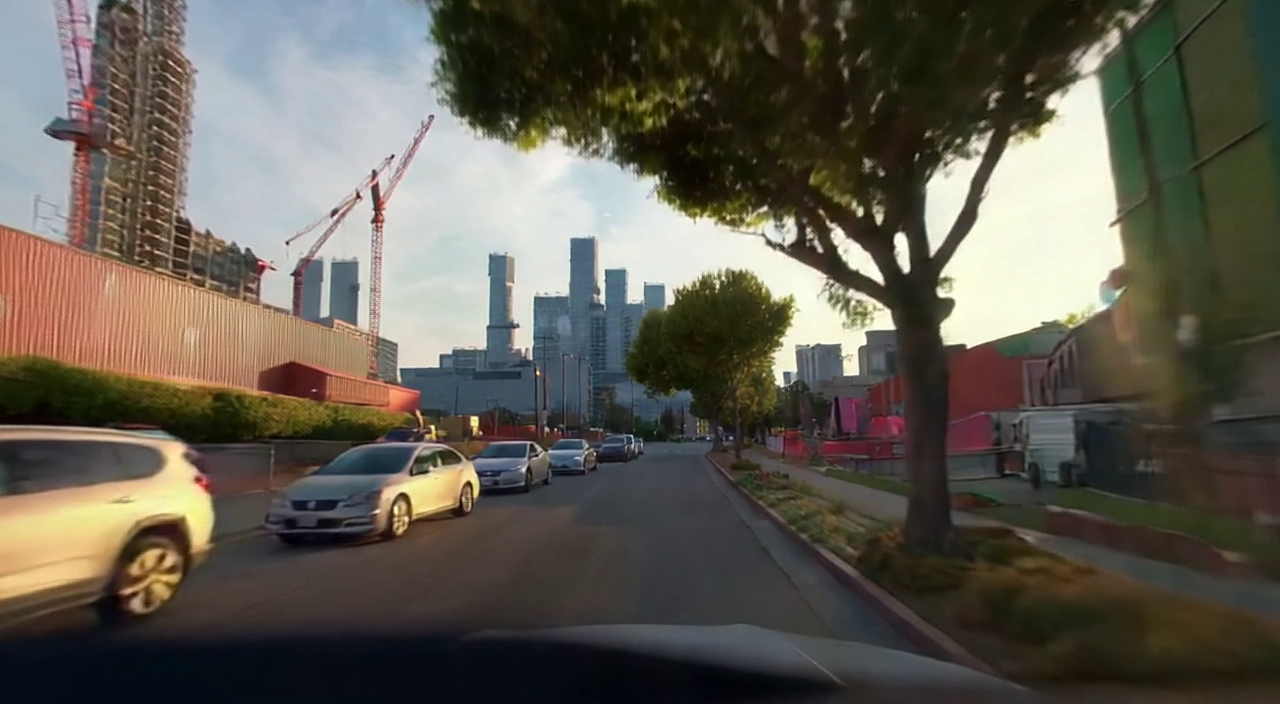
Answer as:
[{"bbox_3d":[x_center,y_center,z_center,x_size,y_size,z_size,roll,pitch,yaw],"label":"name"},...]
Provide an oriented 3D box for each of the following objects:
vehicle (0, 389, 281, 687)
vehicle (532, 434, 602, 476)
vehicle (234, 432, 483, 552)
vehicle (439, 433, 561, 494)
[{"bbox_3d":[-4.448,1.071,3.799,1.913,1.620,3.982,-1,-8,6],"label":"vehicle"},{"bbox_3d":[-2.742,3.970,24.715,1.948,1.460,4.394,-1,-8,4],"label":"vehicle"},{"bbox_3d":[-3.975,1.993,9.762,1.806,1.451,3.878,-1,-8,5],"label":"vehicle"},{"bbox_3d":[-3.621,2.942,17.172,1.996,1.411,4.370,-1,-8,5],"label":"vehicle"}]
